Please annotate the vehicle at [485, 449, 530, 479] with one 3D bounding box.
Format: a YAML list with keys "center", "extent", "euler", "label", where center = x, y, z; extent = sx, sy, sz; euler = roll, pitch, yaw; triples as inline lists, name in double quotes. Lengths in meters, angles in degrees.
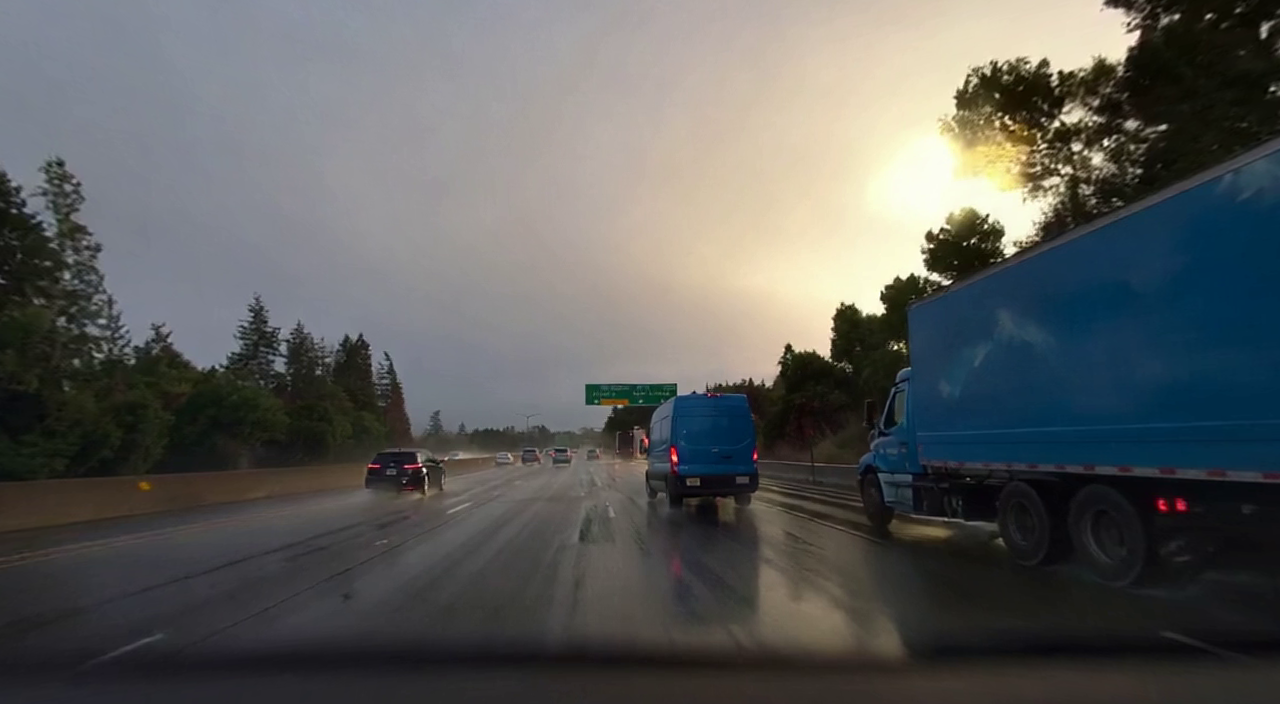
- center: [-7.234, 6.145, 34.541]
  extent: [2.026, 1.506, 4.102]
  euler: [1, -9, -7]
  label: "vehicle"

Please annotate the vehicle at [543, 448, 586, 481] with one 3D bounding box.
- center: [-3.734, 5.639, 31.597]
  extent: [2.002, 1.536, 4.021]
  euler: [0, -9, -5]
  label: "vehicle"

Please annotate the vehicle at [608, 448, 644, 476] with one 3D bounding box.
- center: [-0.884, 6.376, 36.569]
  extent: [1.906, 1.499, 3.843]
  euler: [0, -9, -4]
  label: "vehicle"

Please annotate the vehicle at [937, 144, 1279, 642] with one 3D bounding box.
- center: [5.981, 0.243, 4.233]
  extent: [2.800, 3.507, 9.244]
  euler: [0, -9, -4]
  label: "vehicle"

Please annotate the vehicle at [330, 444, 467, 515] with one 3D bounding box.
- center: [-5.870, 3.115, 15.879]
  extent: [2.003, 1.498, 4.386]
  euler: [0, -9, -4]
  label: "vehicle"

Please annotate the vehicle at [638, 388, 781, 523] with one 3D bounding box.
- center: [1.326, 2.371, 14.634]
  extent: [2.268, 2.551, 5.144]
  euler: [0, -9, -6]
  label: "vehicle"
